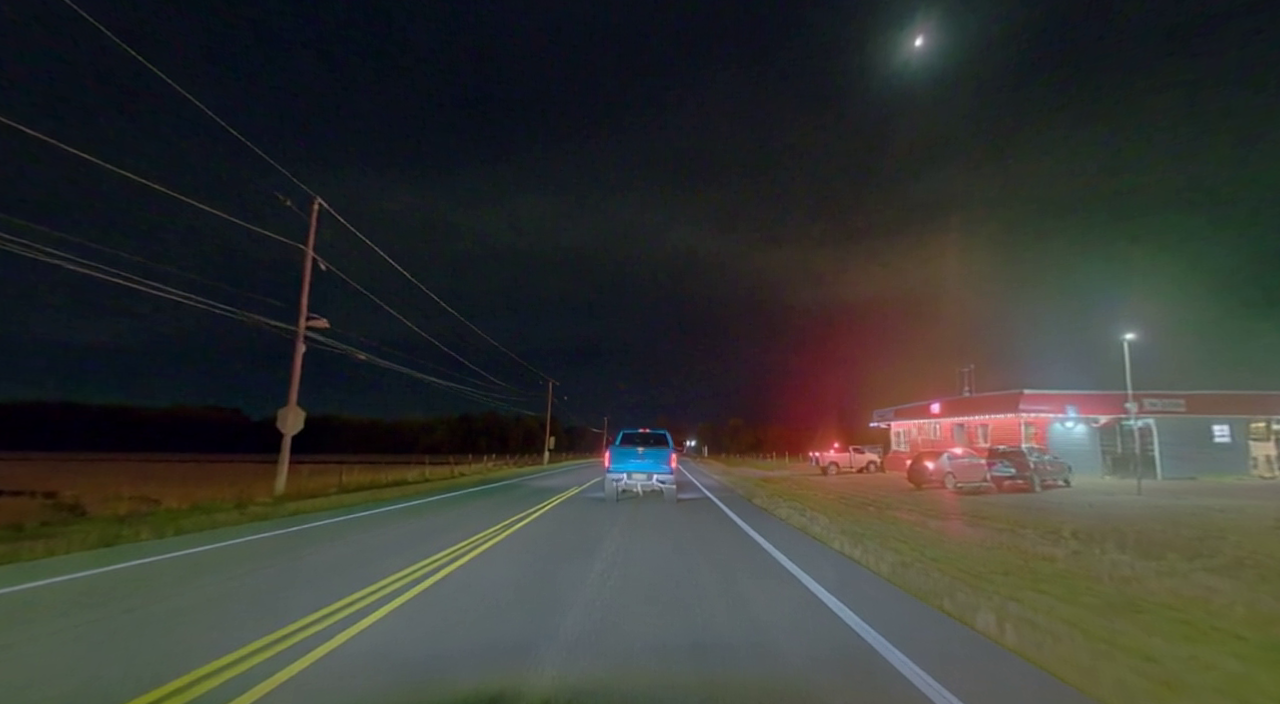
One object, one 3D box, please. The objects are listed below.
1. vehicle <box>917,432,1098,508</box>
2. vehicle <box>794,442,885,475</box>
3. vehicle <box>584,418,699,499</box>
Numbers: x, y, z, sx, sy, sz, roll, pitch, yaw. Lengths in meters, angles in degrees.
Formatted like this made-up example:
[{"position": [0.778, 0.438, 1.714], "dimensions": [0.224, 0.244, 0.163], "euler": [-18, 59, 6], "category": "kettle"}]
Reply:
[{"position": [11.505, 3.573, 19.672], "dimensions": [5.776, 1.936, 2.535], "euler": [6, -8, -33], "category": "vehicle"}, {"position": [11.604, 6.105, 36.588], "dimensions": [5.304, 1.754, 2.340], "euler": [6, -11, -37], "category": "vehicle"}, {"position": [0.086, 3.262, 19.828], "dimensions": [2.921, 2.031, 7.416], "euler": [0, -8, 1], "category": "vehicle"}]
